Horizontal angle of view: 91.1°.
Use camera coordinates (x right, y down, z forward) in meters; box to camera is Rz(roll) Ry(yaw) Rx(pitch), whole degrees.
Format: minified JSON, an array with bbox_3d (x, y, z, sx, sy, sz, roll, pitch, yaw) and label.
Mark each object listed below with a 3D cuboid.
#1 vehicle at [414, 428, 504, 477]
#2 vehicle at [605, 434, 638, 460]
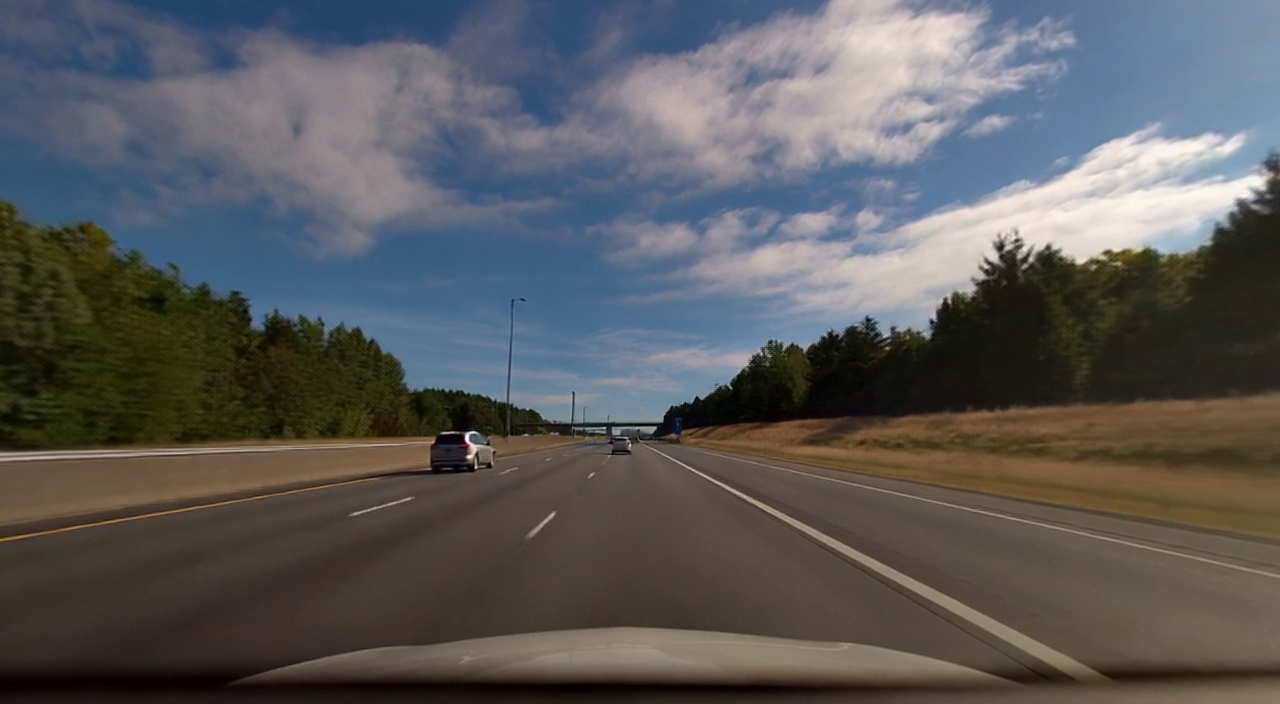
[{"bbox_3d":[-6.818,3.806,24.227,2.111,1.689,4.505,0,-8,0],"label":"vehicle"},{"bbox_3d":[-1.156,6.090,40.588,2.010,1.534,4.013,0,-8,0],"label":"vehicle"}]
